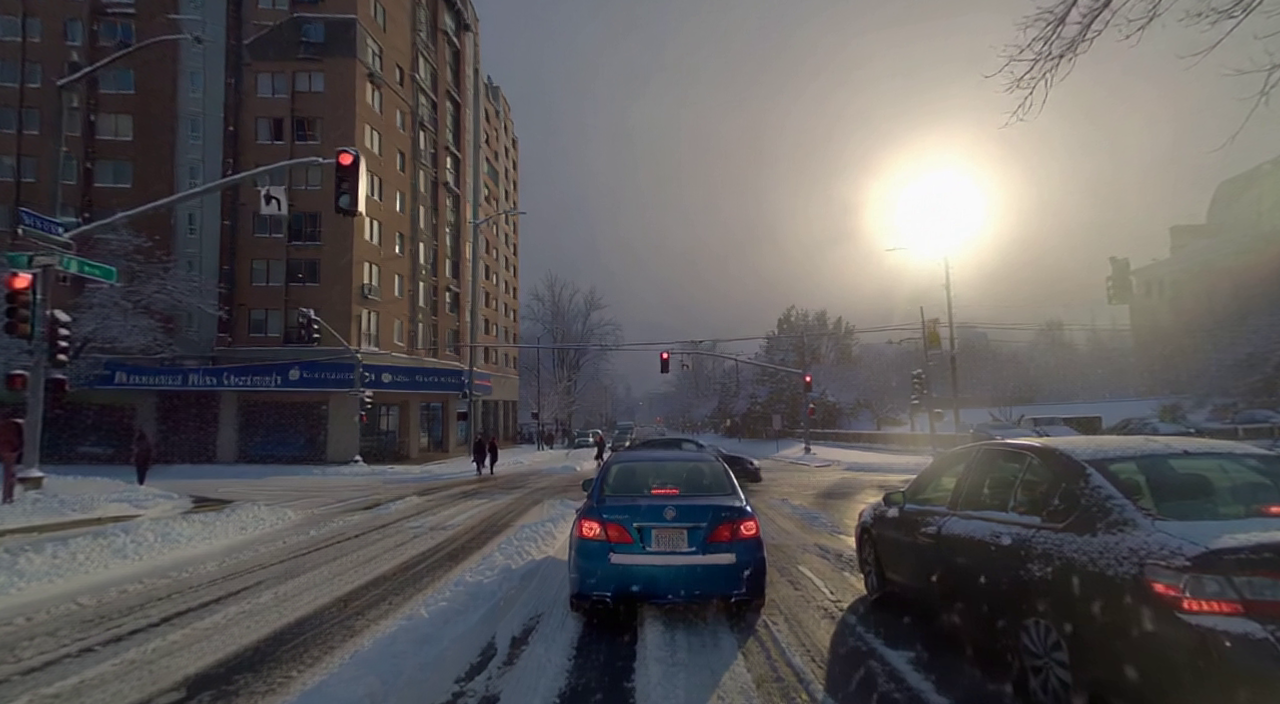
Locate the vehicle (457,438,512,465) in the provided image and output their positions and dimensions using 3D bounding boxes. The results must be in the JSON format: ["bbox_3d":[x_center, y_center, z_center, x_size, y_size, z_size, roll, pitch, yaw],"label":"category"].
[{"bbox_3d":[-9.849,6.340,40.261,2.030,1.596,3.912,-1,-9,8],"label":"vehicle"}]

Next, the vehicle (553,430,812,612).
[{"bbox_3d":[0.273,1.693,7.285,2.132,1.464,4.089,0,-8,-2],"label":"vehicle"}]

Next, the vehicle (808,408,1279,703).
[{"bbox_3d":[2.806,1.284,4.553,1.961,1.498,4.356,0,-8,0],"label":"vehicle"}]
